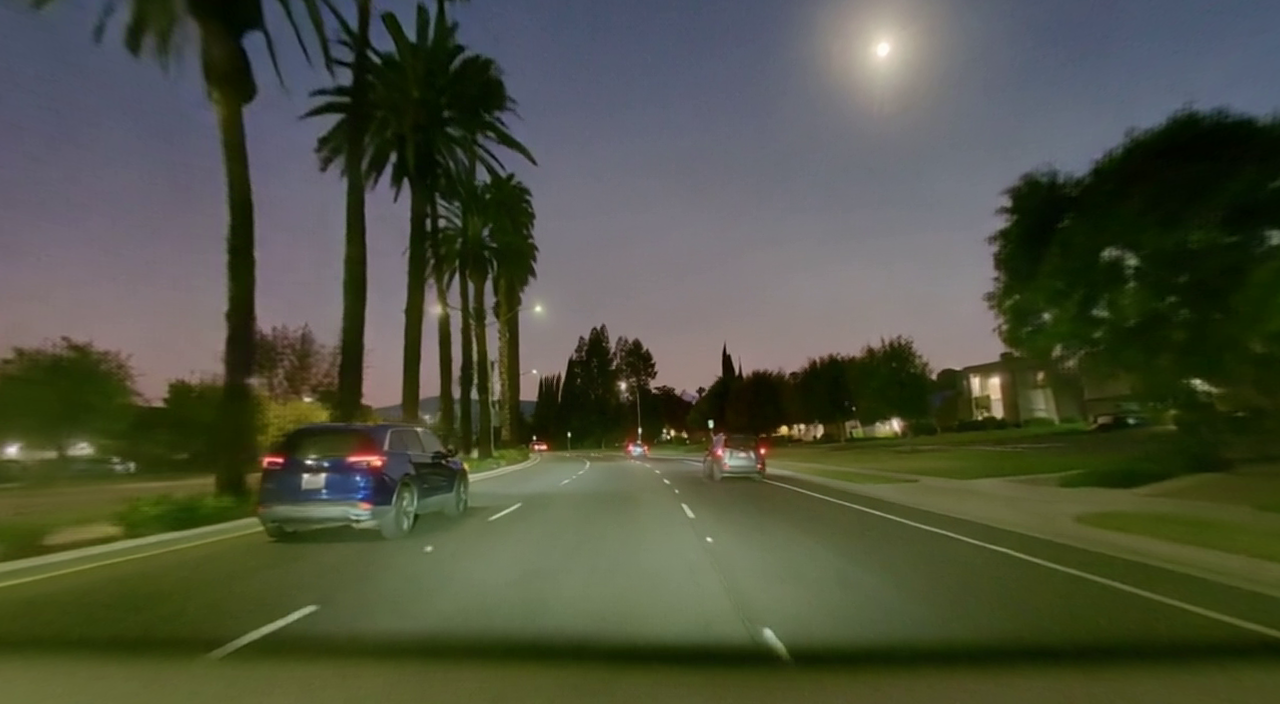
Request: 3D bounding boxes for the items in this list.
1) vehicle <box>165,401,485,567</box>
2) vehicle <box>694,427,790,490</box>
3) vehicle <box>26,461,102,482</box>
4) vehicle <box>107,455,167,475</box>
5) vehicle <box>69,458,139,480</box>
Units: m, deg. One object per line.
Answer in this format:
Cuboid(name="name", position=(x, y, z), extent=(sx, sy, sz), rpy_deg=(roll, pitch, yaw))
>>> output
Cuboid(name="vehicle", position=(-3.991, 1.776, 9.233), extent=(2.150, 1.768, 4.868), rpy_deg=(0, -8, 0))
Cuboid(name="vehicle", position=(3.194, 3.468, 20.737), extent=(2.195, 1.804, 4.658), rpy_deg=(0, -8, -3))
Cuboid(name="vehicle", position=(-38.184, 7.924, 41.652), extent=(3.336, 1.332, 1.631), rpy_deg=(0, -8, 0))
Cuboid(name="vehicle", position=(-39.624, 8.890, 49.522), extent=(3.285, 1.351, 1.575), rpy_deg=(-1, -9, -8))
Cuboid(name="vehicle", position=(-37.879, 8.263, 44.401), extent=(3.430, 1.341, 1.611), rpy_deg=(-1, -9, -2))
